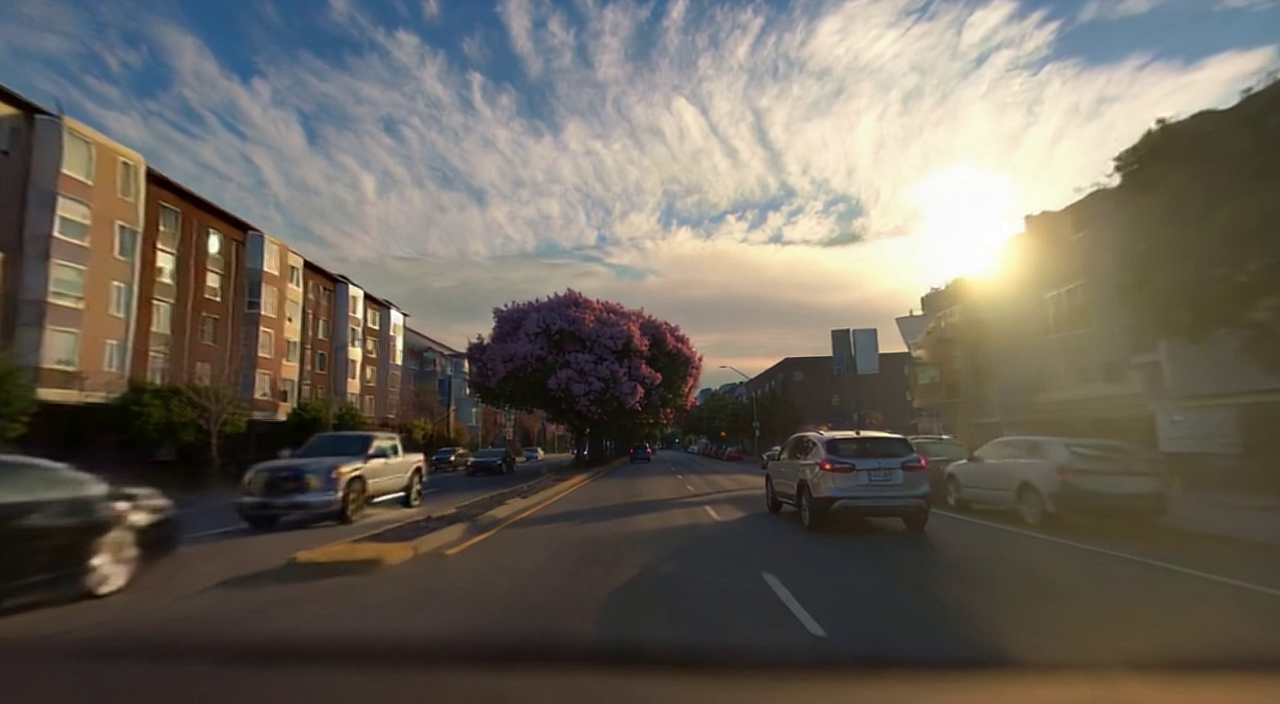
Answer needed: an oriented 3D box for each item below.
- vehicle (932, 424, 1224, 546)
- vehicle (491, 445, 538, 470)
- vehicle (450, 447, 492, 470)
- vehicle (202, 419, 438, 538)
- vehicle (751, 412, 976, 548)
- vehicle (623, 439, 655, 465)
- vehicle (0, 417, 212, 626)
[{"bbox_3d":[7.264,2.217,11.259,2.022,1.714,4.550,0,-8,2],"label":"vehicle"},{"bbox_3d":[-7.778,6.565,39.393,1.931,1.491,4.026,0,-8,2],"label":"vehicle"},{"bbox_3d":[-11.615,7.321,43.511,1.779,1.495,3.766,0,-8,2],"label":"vehicle"},{"bbox_3d":[-5.685,2.255,12.098,2.034,1.771,4.795,-1,-7,0],"label":"vehicle"},{"bbox_3d":[3.320,2.004,10.546,2.071,1.747,4.549,0,-8,0],"label":"vehicle"},{"bbox_3d":[-0.045,7.256,45.833,2.244,1.813,4.129,0,-8,1],"label":"vehicle"},{"bbox_3d":[-5.657,1.225,4.349,2.012,1.501,4.626,-2,-7,3],"label":"vehicle"}]
